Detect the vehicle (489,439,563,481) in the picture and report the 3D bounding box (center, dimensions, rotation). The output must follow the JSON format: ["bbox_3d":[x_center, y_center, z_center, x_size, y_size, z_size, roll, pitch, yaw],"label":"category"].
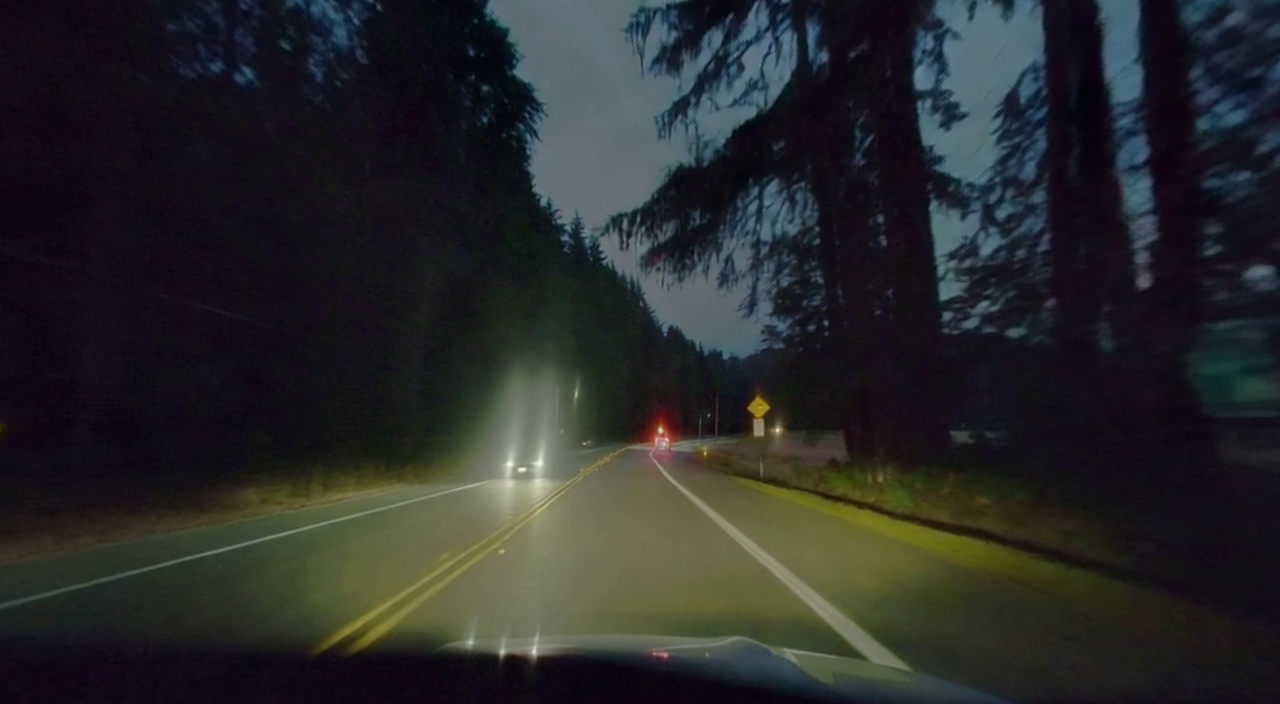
[{"bbox_3d":[-4.383,4.237,25.051,2.083,1.476,4.513,0,-9,0],"label":"vehicle"}]
